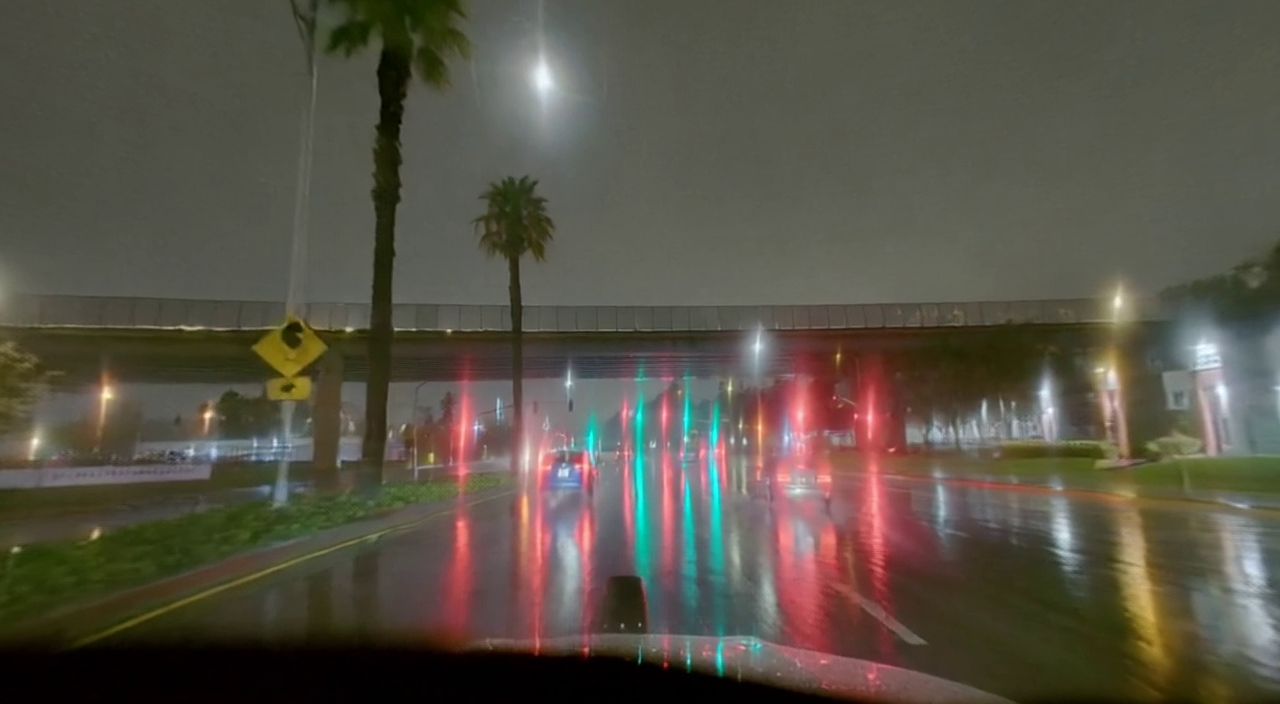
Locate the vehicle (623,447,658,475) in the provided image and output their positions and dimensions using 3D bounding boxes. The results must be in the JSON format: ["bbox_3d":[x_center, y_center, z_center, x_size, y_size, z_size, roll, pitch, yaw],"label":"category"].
[{"bbox_3d":[0.046,7.180,41.581,2.172,1.694,4.055,0,-9,0],"label":"vehicle"}]

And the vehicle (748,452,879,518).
[{"bbox_3d":[4.183,3.274,15.952,2.156,1.404,4.120,0,-9,0],"label":"vehicle"}]

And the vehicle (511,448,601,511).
[{"bbox_3d":[-2.149,3.397,17.226,2.111,1.506,4.018,1,-9,-3],"label":"vehicle"}]
